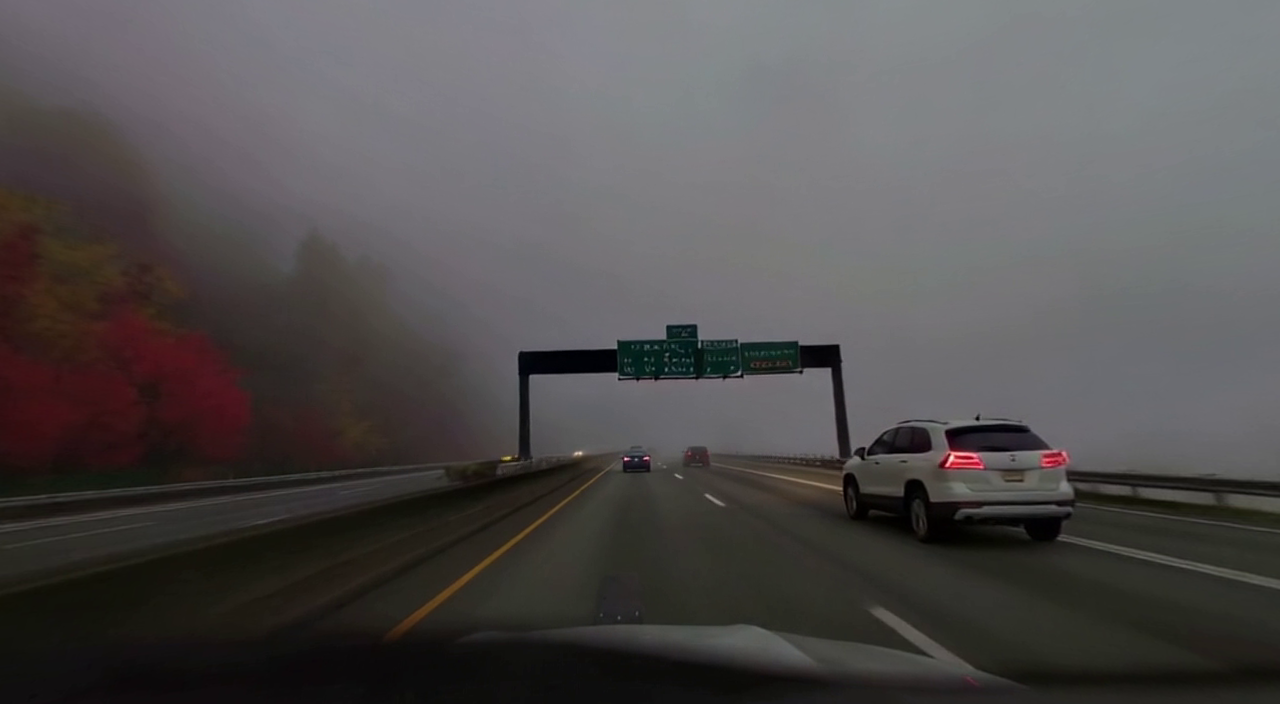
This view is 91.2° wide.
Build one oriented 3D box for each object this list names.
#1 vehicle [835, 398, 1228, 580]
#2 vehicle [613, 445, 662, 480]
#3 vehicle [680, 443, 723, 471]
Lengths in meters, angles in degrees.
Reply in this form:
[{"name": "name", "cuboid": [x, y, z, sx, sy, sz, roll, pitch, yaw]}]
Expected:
[{"name": "vehicle", "cuboid": [4.453, 1.648, 8.262, 2.250, 1.718, 4.358, 0, -9, -1]}, {"name": "vehicle", "cuboid": [-0.150, 4.837, 27.682, 2.037, 1.418, 3.793, 0, -9, -1]}, {"name": "vehicle", "cuboid": [3.528, 6.081, 36.532, 1.959, 1.528, 4.207, 0, -9, -1]}]
